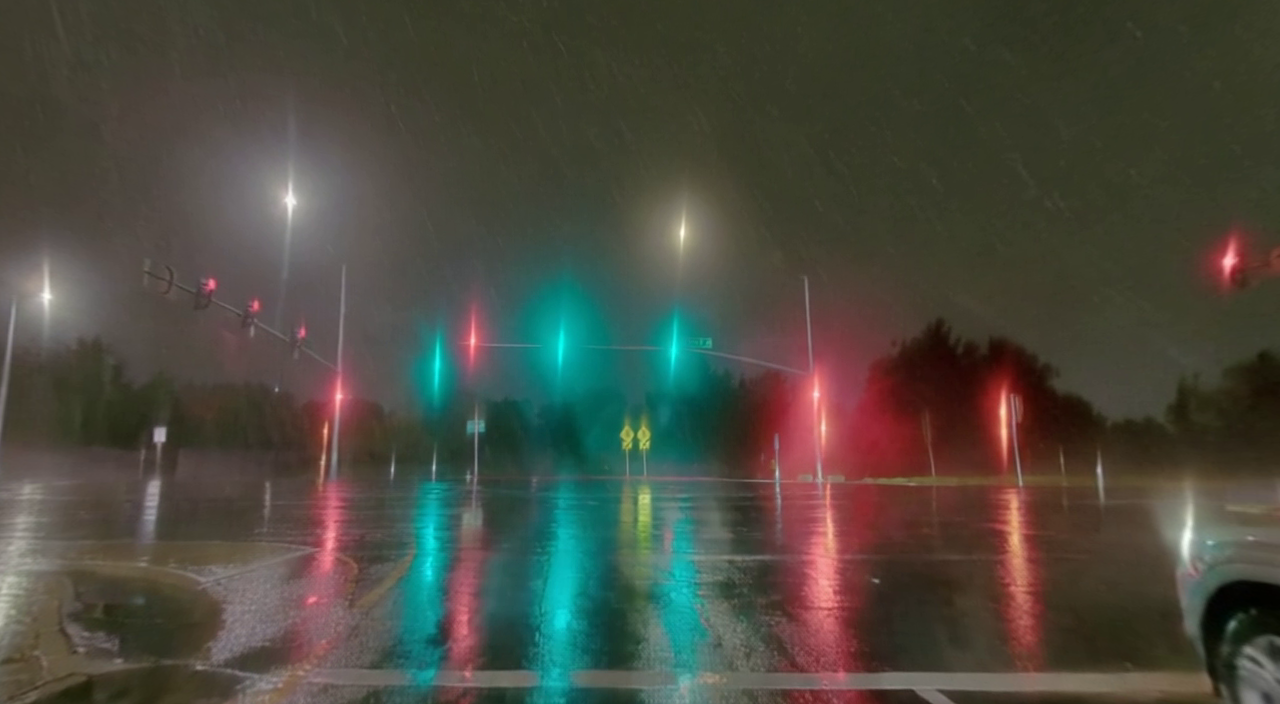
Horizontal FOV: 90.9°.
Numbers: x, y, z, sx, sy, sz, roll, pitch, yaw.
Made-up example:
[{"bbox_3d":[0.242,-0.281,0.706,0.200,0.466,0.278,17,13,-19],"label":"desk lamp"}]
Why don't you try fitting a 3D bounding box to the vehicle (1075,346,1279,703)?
[{"bbox_3d":[3.074,0.634,0.935,1.938,1.648,4.211,-1,-8,2],"label":"vehicle"}]
